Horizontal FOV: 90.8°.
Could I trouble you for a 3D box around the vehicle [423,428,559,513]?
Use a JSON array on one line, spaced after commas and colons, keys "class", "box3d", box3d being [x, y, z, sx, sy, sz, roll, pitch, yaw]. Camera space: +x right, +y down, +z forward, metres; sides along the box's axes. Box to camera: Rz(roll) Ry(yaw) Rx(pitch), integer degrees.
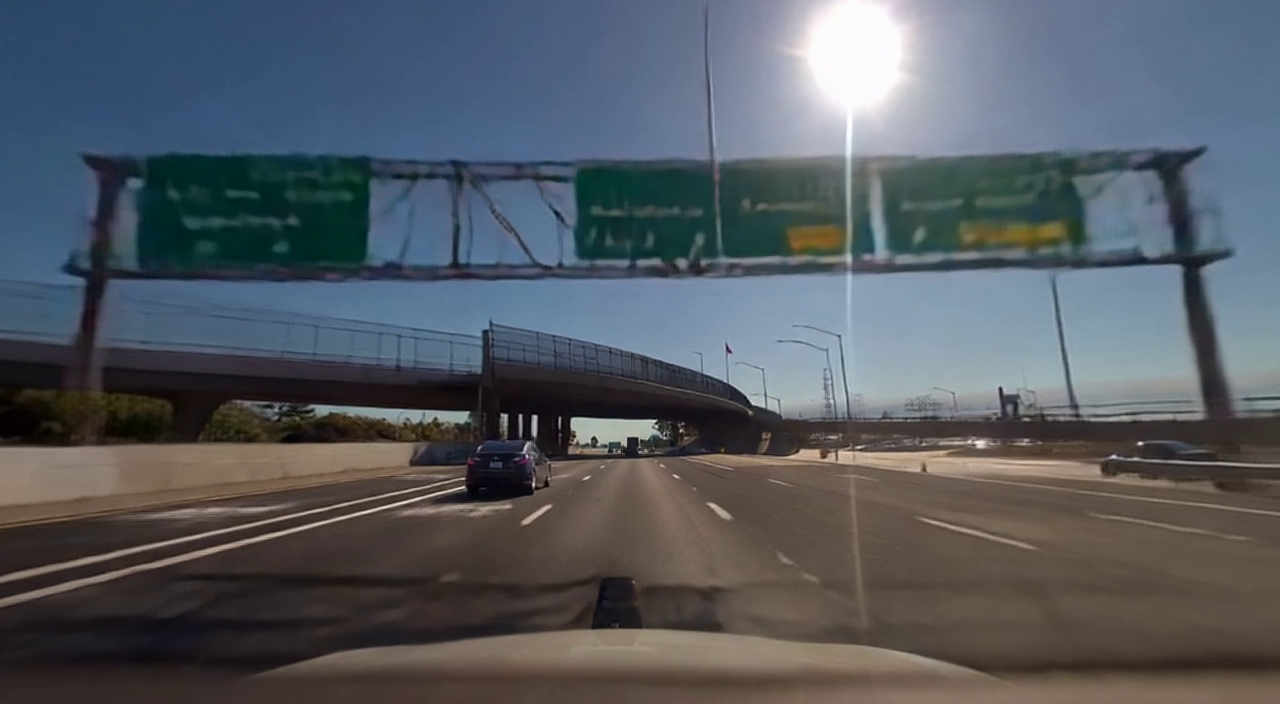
[{"class": "vehicle", "box3d": [-3.292, 2.711, 14.976, 2.178, 1.699, 4.321, 0, -8, -1]}]
